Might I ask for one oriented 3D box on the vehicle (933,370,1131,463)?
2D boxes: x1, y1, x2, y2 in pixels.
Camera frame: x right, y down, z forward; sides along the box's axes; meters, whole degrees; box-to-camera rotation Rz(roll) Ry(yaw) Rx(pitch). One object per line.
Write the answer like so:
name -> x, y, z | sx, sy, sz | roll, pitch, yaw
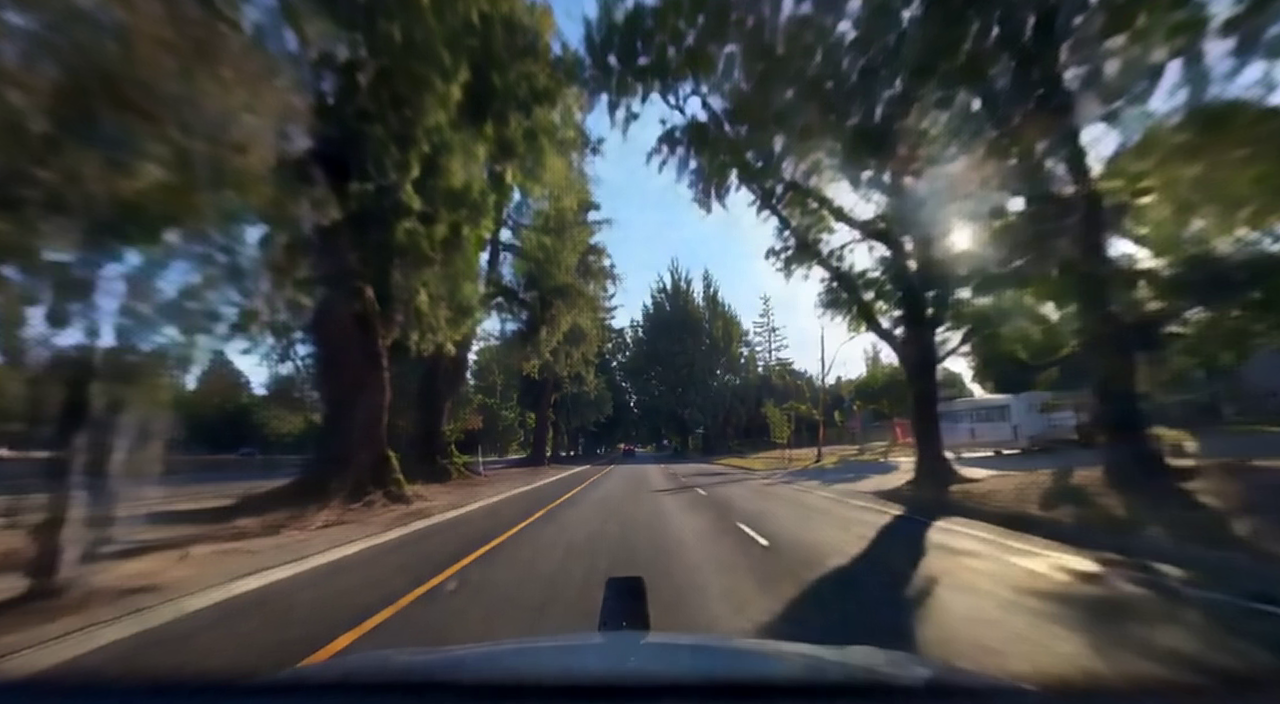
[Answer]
vehicle -> 16.989, 3.129, 28.410 | 2.826, 3.500, 9.295 | 0, -9, 0
